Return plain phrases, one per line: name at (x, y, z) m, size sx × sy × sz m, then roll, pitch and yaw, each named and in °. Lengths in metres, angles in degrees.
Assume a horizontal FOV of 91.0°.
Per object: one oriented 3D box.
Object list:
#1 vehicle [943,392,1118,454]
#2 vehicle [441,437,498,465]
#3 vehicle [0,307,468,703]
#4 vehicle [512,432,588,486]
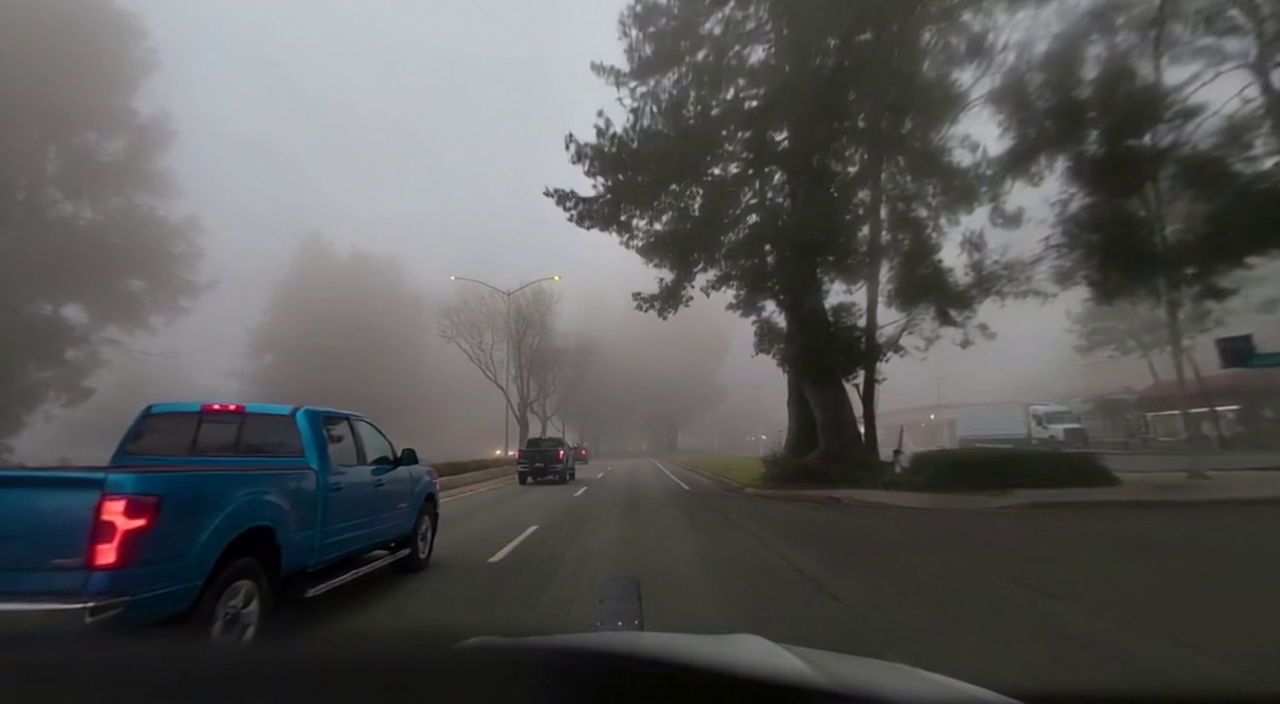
vehicle at (26.139, 5.095, 43.721) m, size 2.948 × 3.576 × 13.937 m, roll 1°, pitch -8°, yaw -2°
vehicle at (-11.315, 6.629, 42.254) m, size 2.266 × 1.756 × 5.406 m, roll 0°, pitch -8°, yaw 1°
vehicle at (-3.196, 1.115, 4.712) m, size 2.277 × 1.801 × 5.250 m, roll 0°, pitch -8°, yaw 1°
vehicle at (-3.251, 3.984, 23.873) m, size 2.065 × 1.790 × 5.417 m, roll 0°, pitch -8°, yaw 0°
